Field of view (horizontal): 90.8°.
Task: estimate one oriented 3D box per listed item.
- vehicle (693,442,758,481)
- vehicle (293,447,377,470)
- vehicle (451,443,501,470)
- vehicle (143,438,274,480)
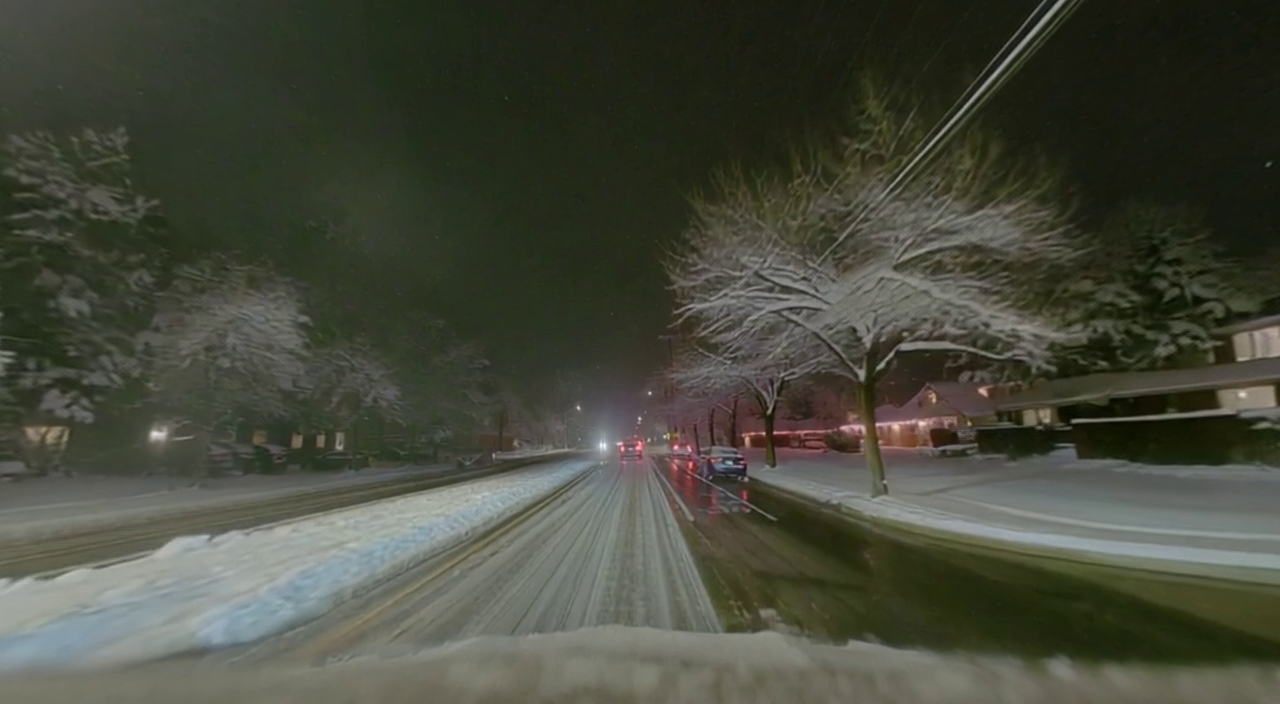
[{"bbox_3d":[3.567,4.676,27.266,2.014,1.498,4.484,1,-8,-3],"label":"vehicle"},{"bbox_3d":[-18.999,6.652,39.492,4.326,1.355,1.812,1,-8,-4],"label":"vehicle"},{"bbox_3d":[-11.767,7.519,45.738,2.086,1.711,5.661,-3,-8,0],"label":"vehicle"},{"bbox_3d":[-20.127,5.001,29.659,4.496,1.823,2.046,1,-8,-6],"label":"vehicle"}]
